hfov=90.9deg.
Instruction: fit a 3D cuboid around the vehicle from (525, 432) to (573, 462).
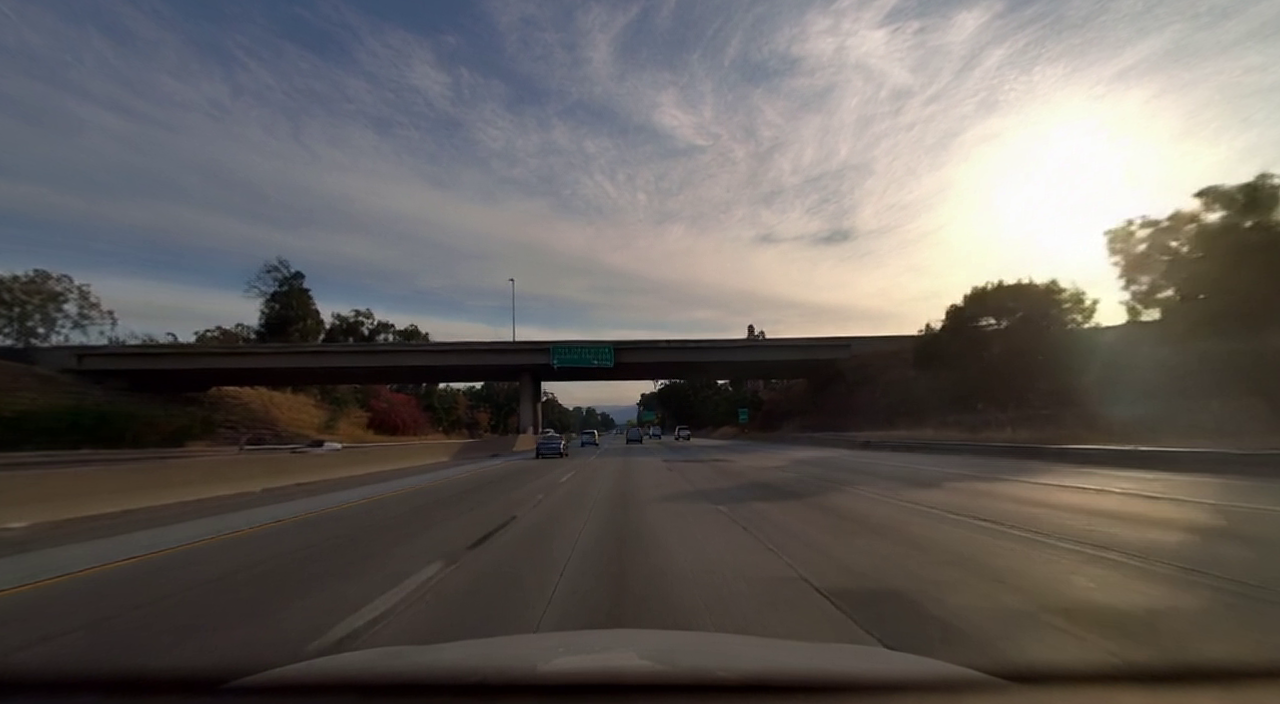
[{"bbox_3d":[-4.683,4.937,32.866,1.933,1.473,4.023,0,-8,-1],"label":"vehicle"}]
